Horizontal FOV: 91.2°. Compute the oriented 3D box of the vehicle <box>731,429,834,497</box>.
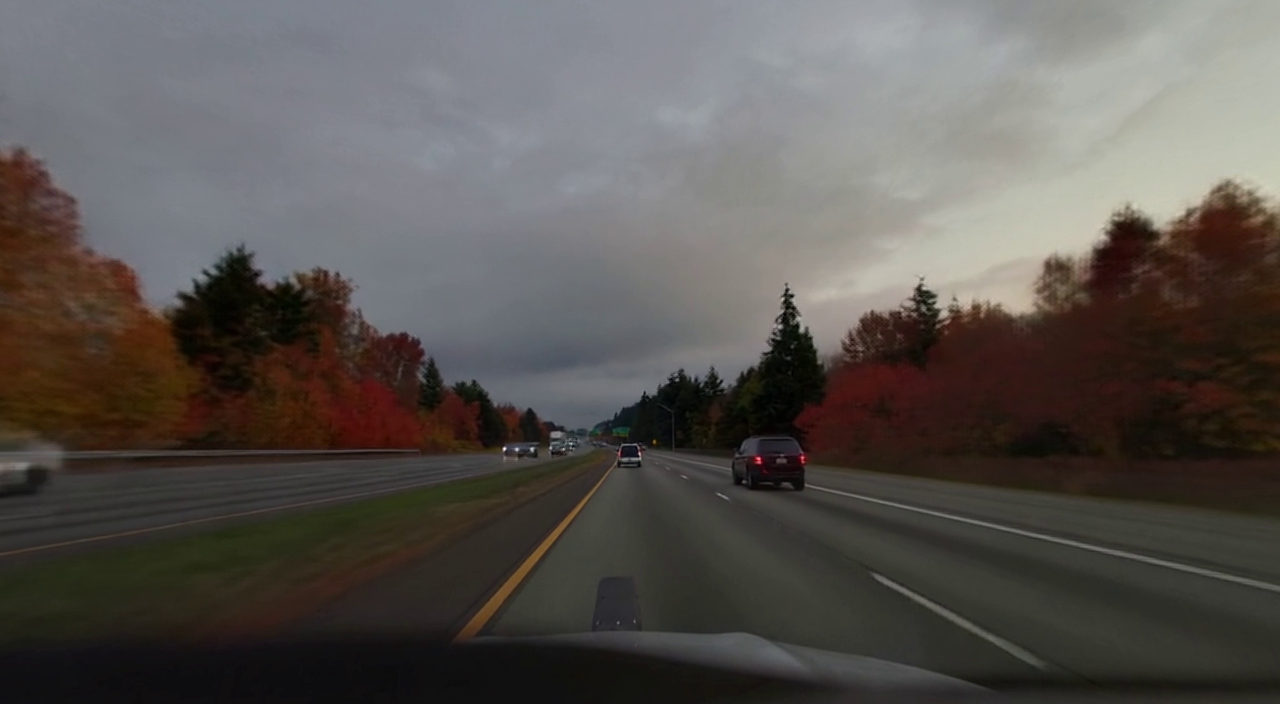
[{"bbox_3d":[4.025,3.220,18.504,1.982,1.745,4.151,0,-9,-1],"label":"vehicle"}]

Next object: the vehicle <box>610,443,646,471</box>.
[{"bbox_3d":[-0.761,6.680,40.037,2.151,1.693,4.201,0,-9,-1],"label":"vehicle"}]
